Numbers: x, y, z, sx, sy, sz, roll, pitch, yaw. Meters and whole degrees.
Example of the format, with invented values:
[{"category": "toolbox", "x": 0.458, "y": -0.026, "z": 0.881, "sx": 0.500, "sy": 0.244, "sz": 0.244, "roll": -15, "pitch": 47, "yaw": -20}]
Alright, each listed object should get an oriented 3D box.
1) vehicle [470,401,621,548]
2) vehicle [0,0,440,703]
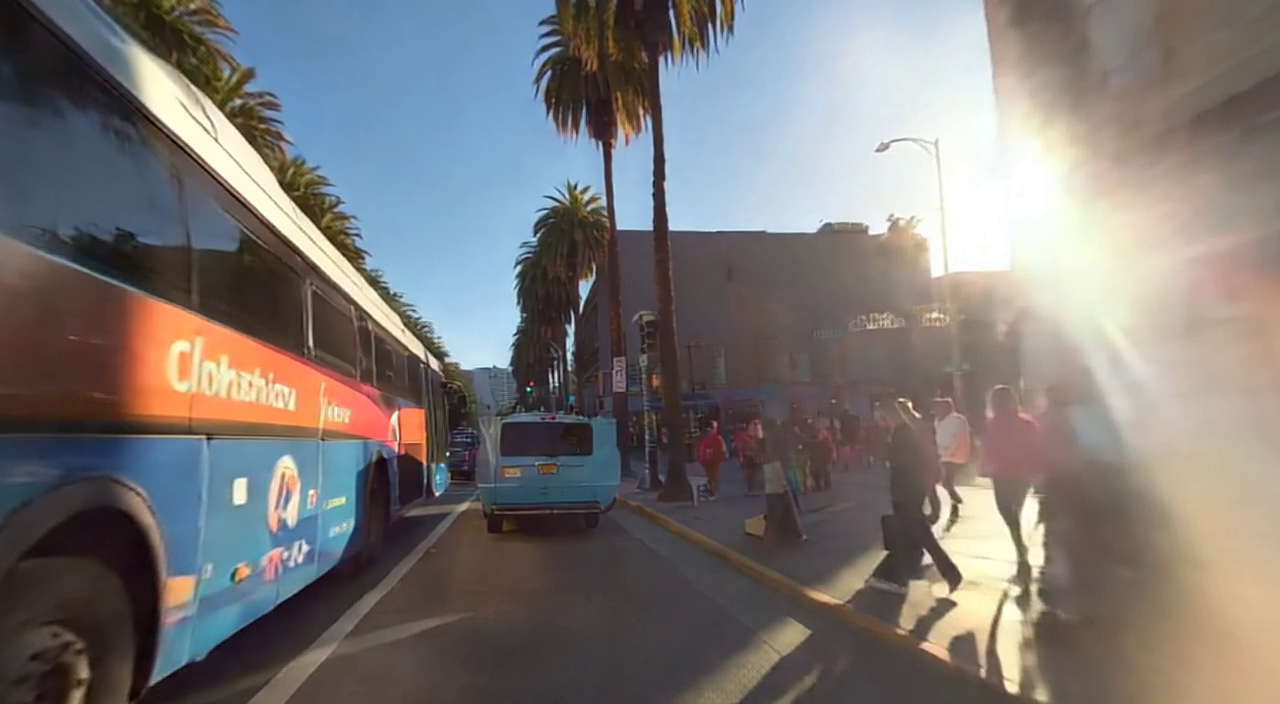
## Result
[{"category": "vehicle", "x": -1.750, "y": 1.939, "z": 10.622, "sx": 2.002, "sy": 1.907, "sz": 4.211, "roll": 2, "pitch": -9, "yaw": -14}, {"category": "vehicle", "x": -4.376, "y": 0.596, "z": 6.049, "sx": 2.863, "sy": 3.233, "sz": 11.573, "roll": 1, "pitch": -9, "yaw": -9}]
